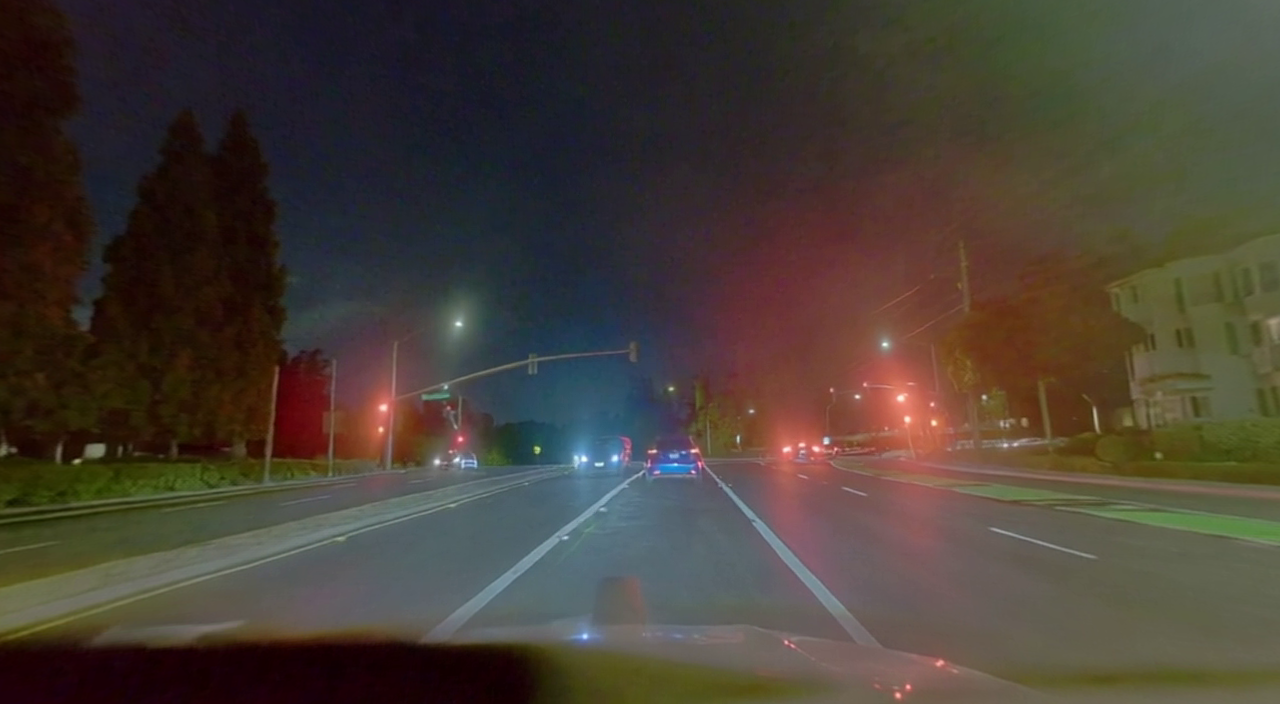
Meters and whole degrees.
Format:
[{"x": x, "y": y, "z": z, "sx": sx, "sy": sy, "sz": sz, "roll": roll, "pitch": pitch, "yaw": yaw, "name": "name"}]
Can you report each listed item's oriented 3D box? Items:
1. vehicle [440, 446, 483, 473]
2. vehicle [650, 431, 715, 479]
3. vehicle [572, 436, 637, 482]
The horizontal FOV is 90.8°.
[{"x": -12.403, "y": 7.395, "z": 43.766, "sx": 2.005, "sy": 1.702, "sz": 4.697, "roll": 3, "pitch": -9, "yaw": -26, "name": "vehicle"}, {"x": 1.606, "y": 3.983, "z": 24.655, "sx": 2.286, "sy": 1.701, "sz": 4.395, "roll": 0, "pitch": -8, "yaw": 2, "name": "vehicle"}, {"x": -1.182, "y": 3.835, "z": 22.908, "sx": 1.923, "sy": 1.498, "sz": 3.887, "roll": -1, "pitch": -8, "yaw": 3, "name": "vehicle"}]
